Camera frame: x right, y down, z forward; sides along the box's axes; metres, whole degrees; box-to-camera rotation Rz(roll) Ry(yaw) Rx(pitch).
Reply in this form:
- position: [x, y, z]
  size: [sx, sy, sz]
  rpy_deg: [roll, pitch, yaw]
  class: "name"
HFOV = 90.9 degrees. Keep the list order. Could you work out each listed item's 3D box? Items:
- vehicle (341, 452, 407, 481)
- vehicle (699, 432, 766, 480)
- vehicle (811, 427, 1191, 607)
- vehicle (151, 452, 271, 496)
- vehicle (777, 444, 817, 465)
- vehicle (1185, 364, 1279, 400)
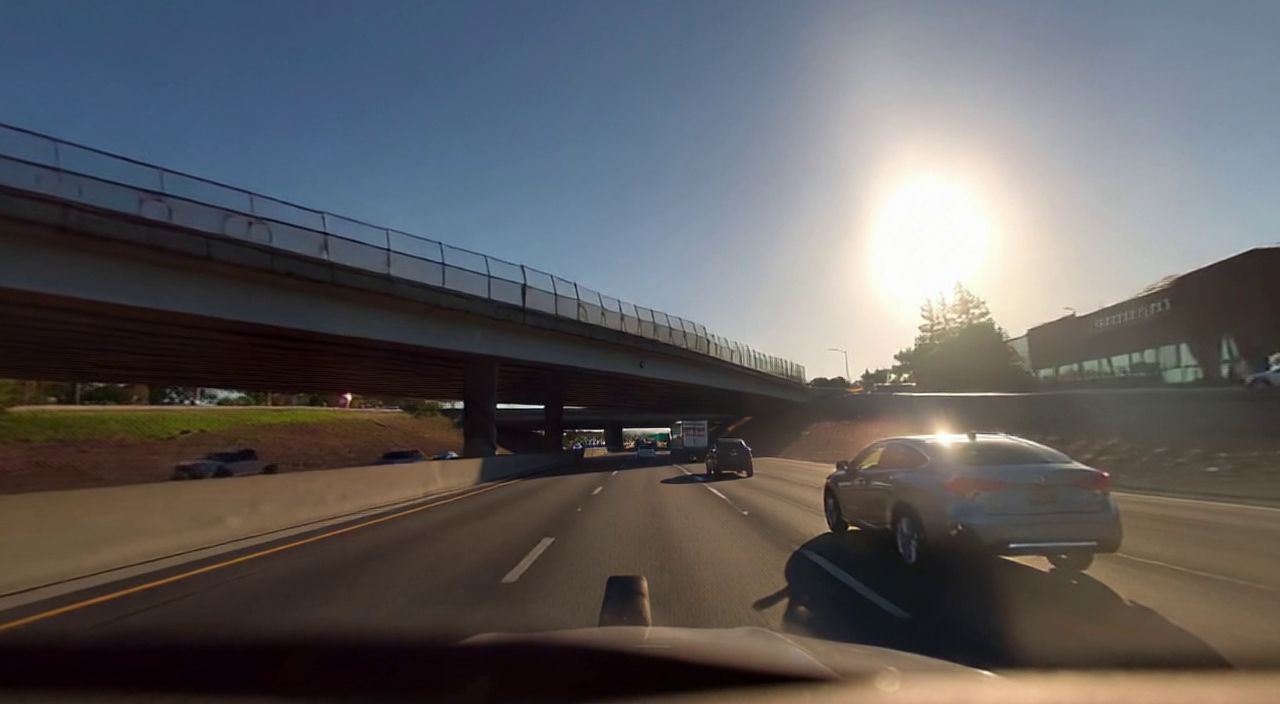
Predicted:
- position: [-15.272, 6.590, 36.501]
  size: [1.864, 1.480, 4.473]
  rpy_deg: [0, -8, 1]
  class: "vehicle"
- position: [3.855, 4.445, 27.130]
  size: [2.086, 1.858, 4.737]
  rpy_deg: [0, -8, -1]
  class: "vehicle"
- position: [3.636, 1.708, 7.560]
  size: [1.902, 1.481, 4.451]
  rpy_deg: [0, -8, 0]
  class: "vehicle"
- position: [-18.368, 5.218, 27.327]
  size: [2.027, 1.666, 4.508]
  rpy_deg: [0, -8, 0]
  class: "vehicle"
- position: [11.683, 7.639, 47.074]
  size: [1.926, 1.451, 3.936]
  rpy_deg: [0, -8, -1]
  class: "vehicle"
- position: [36.218, 1.909, 38.282]
  size: [2.024, 1.757, 4.696]
  rpy_deg: [-1, -8, 1]
  class: "vehicle"
